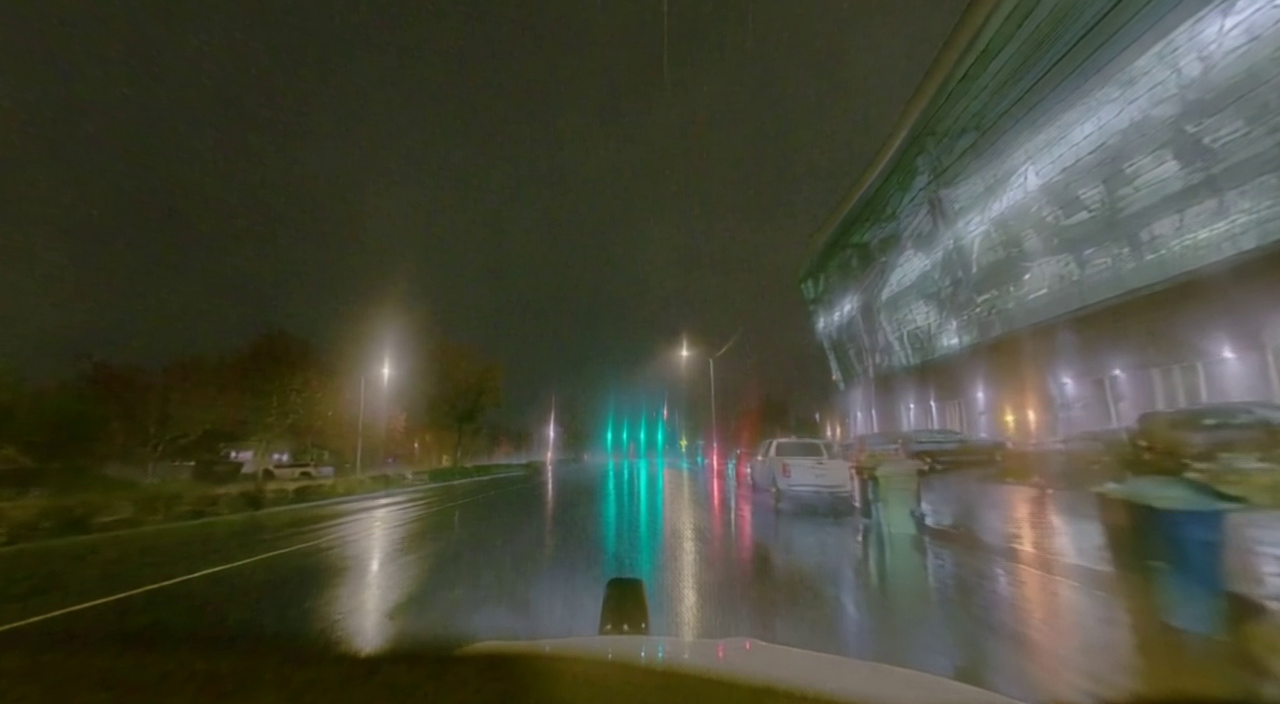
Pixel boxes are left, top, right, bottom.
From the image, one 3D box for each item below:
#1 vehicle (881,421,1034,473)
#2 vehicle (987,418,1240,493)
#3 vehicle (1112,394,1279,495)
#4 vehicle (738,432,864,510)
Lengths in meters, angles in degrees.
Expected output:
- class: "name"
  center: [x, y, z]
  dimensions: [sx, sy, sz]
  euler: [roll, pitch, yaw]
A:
- class: "vehicle"
  center: [12.173, 3.708, 24.495]
  dimensions: [4.778, 1.520, 2.020]
  euler: [-6, -9, 7]
- class: "vehicle"
  center: [11.490, 2.530, 15.511]
  dimensions: [4.746, 1.332, 1.793]
  euler: [-4, -9, -2]
- class: "vehicle"
  center: [12.417, 1.777, 12.761]
  dimensions: [4.067, 1.732, 1.983]
  euler: [-3, -8, -5]
- class: "vehicle"
  center: [4.126, 3.148, 17.201]
  dimensions: [2.078, 1.771, 5.174]
  euler: [0, -8, 0]
